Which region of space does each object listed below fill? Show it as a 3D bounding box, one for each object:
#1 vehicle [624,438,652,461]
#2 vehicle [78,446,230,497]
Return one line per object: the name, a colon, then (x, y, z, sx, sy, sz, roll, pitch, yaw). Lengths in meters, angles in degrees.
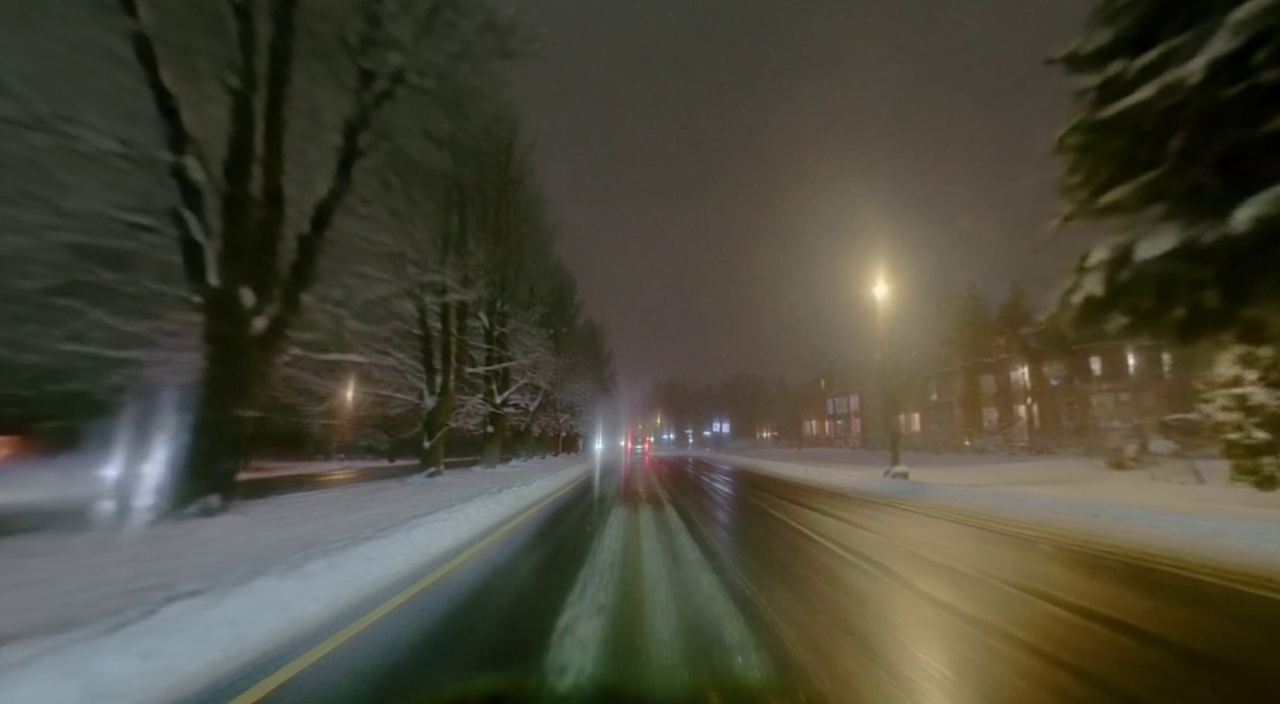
vehicle: (-0.178, 7.396, 48.022, 2.016, 1.665, 3.932, 0, -8, -1)
vehicle: (-17.915, 4.379, 23.638, 1.986, 1.649, 4.573, 0, -8, 0)
